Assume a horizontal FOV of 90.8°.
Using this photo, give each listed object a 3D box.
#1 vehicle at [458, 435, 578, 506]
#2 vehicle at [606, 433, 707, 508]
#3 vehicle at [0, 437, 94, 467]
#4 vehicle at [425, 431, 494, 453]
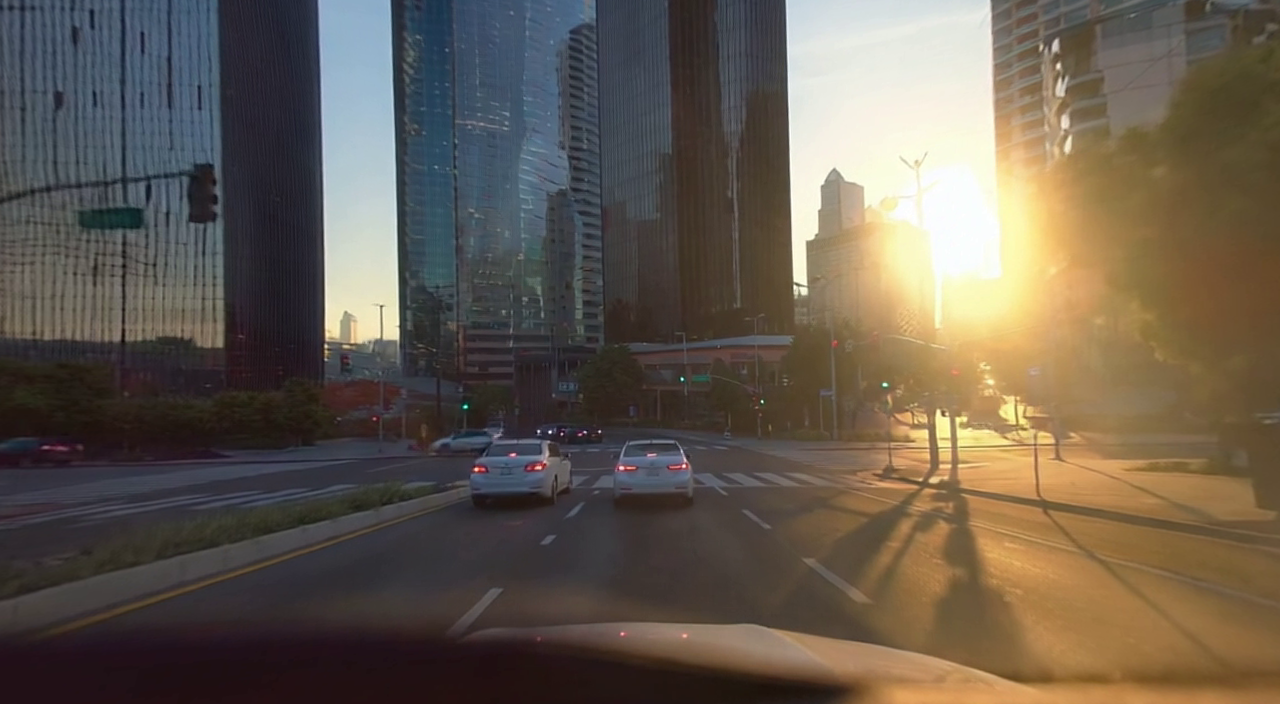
[{"bbox_3d":[-2.816,2.859,15.716,1.995,1.479,4.627,0,-8,1],"label":"vehicle"},{"bbox_3d":[0.315,2.664,14.606,2.016,1.478,3.795,0,-8,0],"label":"vehicle"},{"bbox_3d":[-34.749,5.738,36.249,4.694,1.677,1.847,2,-9,-14],"label":"vehicle"},{"bbox_3d":[-12.692,6.394,44.706,4.533,1.520,1.887,2,-9,-11],"label":"vehicle"}]
